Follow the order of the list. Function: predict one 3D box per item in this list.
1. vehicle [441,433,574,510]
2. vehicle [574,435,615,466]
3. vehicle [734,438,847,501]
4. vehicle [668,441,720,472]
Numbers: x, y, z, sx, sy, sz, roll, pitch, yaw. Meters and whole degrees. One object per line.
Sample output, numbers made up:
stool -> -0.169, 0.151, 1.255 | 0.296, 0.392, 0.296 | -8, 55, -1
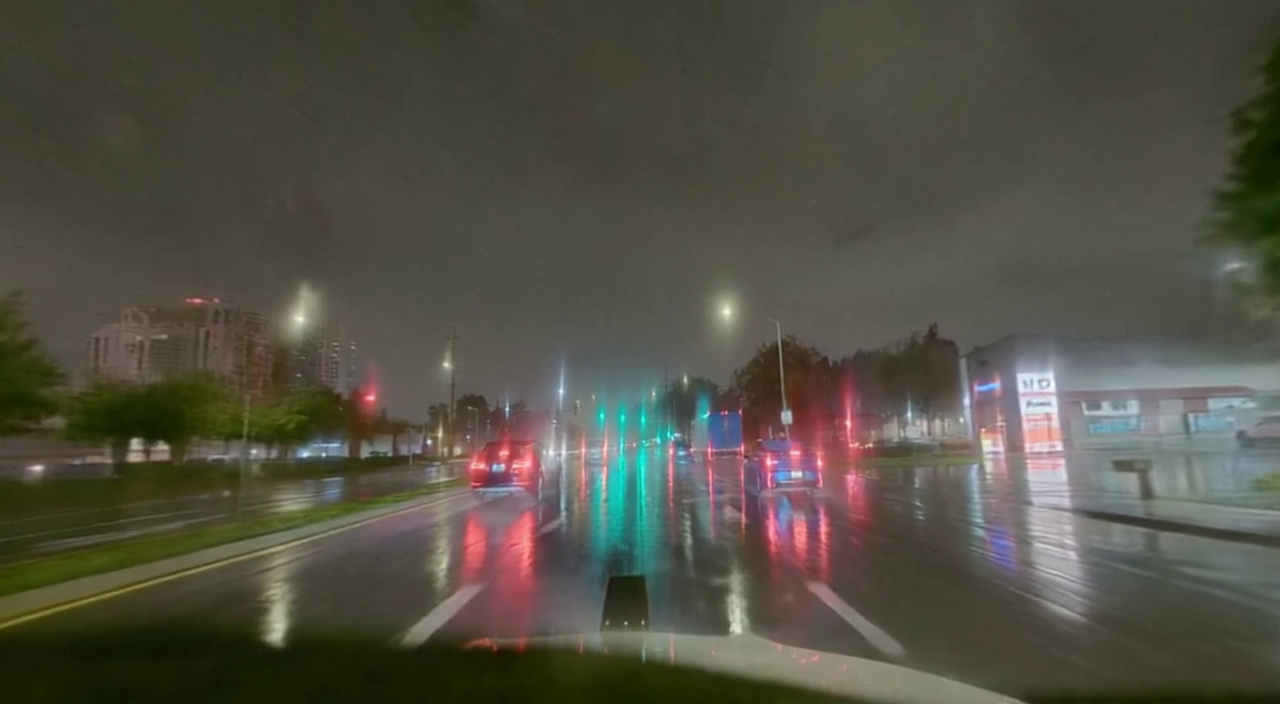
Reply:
vehicle -> -2.855, 2.684, 14.693 | 2.003, 1.509, 4.396 | 0, -8, 2
vehicle -> -2.694, 6.029, 38.662 | 2.137, 1.796, 4.304 | 0, -8, 1
vehicle -> 3.831, 3.059, 16.832 | 1.972, 1.452, 4.189 | 0, -8, 0
vehicle -> 2.706, 5.376, 32.730 | 2.020, 1.461, 4.326 | 1, -8, -5
